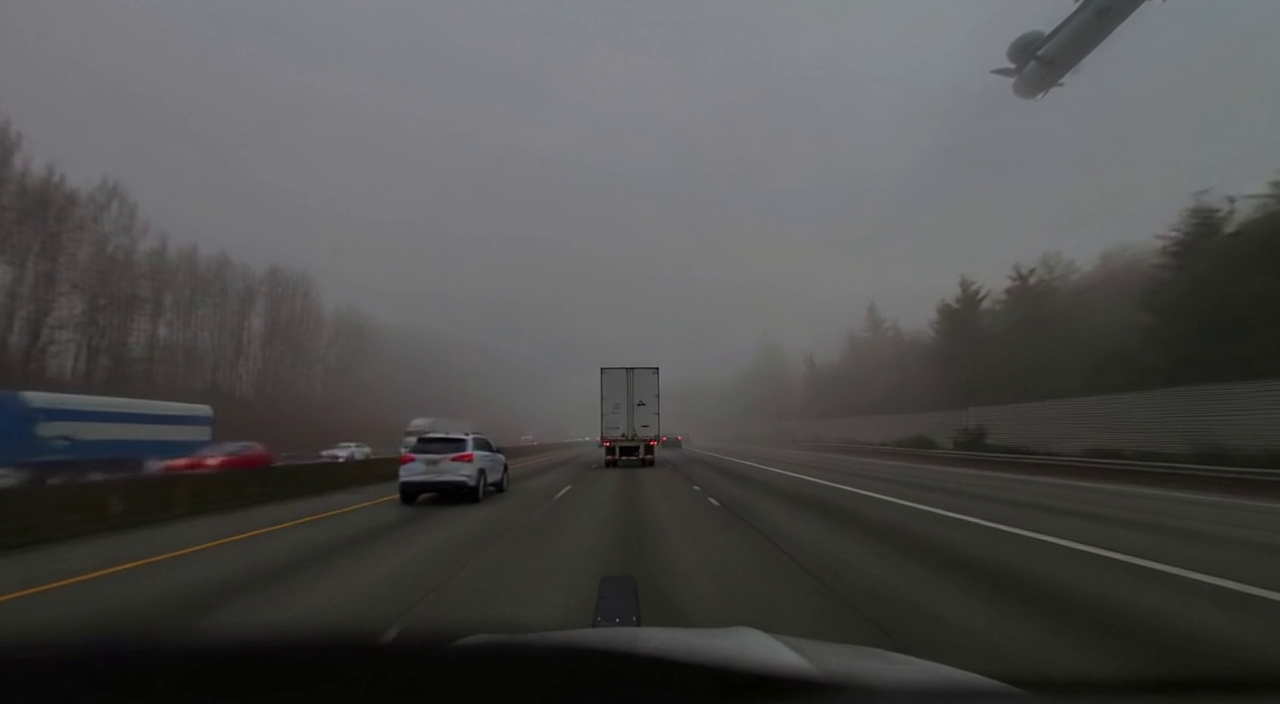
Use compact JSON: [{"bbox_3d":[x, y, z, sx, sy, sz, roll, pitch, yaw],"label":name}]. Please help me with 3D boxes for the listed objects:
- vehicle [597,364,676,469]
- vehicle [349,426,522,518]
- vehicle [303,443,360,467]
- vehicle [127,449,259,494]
[{"bbox_3d":[-0.194,3.540,32.130,2.965,3.972,16.689,0,-8,0],"label":"vehicle"},{"bbox_3d":[-3.857,2.316,12.816,2.005,1.521,4.454,0,-8,0],"label":"vehicle"},{"bbox_3d":[-21.515,7.171,44.005,1.842,1.540,4.093,0,-8,1],"label":"vehicle"},{"bbox_3d":[-17.827,4.763,25.432,1.937,1.517,4.626,0,-8,0],"label":"vehicle"}]
